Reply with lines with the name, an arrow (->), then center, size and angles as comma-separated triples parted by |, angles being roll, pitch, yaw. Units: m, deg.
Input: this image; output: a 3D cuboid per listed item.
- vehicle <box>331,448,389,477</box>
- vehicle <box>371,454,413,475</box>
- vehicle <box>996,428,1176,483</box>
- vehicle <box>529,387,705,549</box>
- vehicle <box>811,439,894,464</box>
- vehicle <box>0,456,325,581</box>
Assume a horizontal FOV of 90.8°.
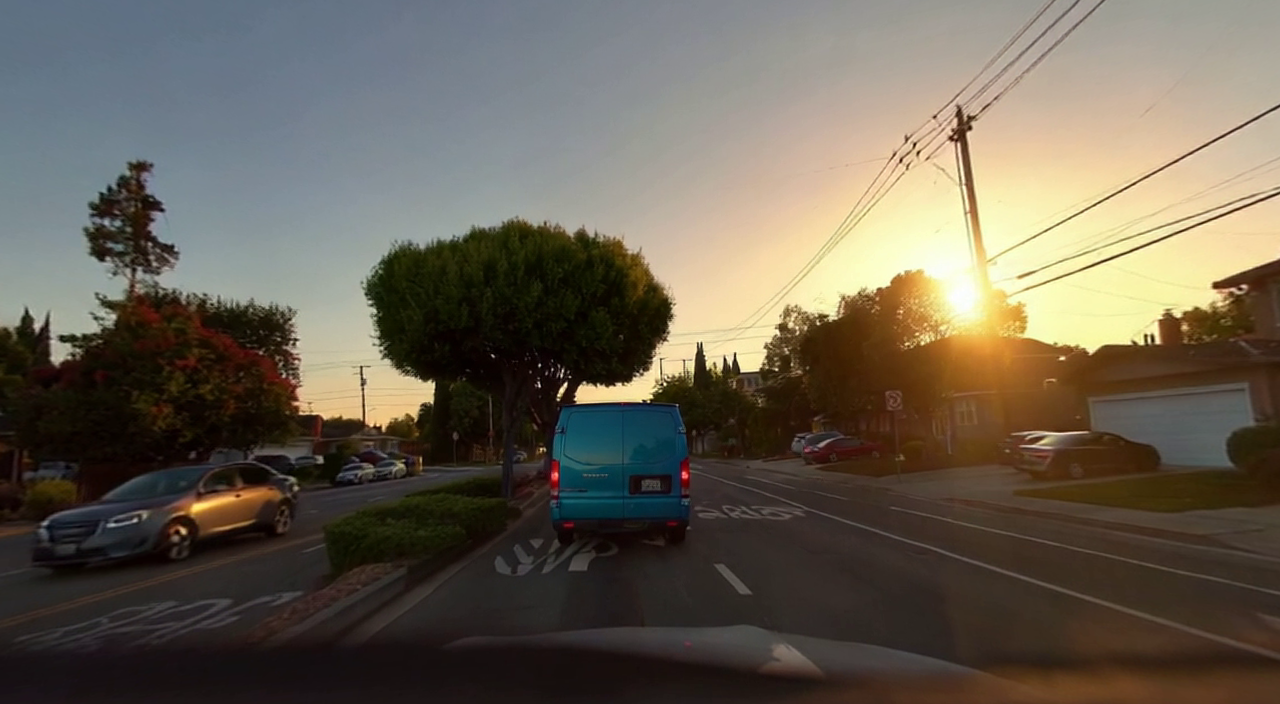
vehicle -> -18.055, 7.100, 40.950 | 1.841, 1.769, 4.105 | 0, -9, -1
vehicle -> -18.140, 8.251, 46.364 | 1.633, 1.398, 3.729 | 0, -9, -1
vehicle -> 13.143, 3.063, 18.814 | 3.916, 1.517, 1.887 | 0, -9, -2
vehicle -> -0.329, 1.913, 10.923 | 2.342, 2.142, 4.809 | 0, -9, -1
vehicle -> 13.091, 6.166, 39.088 | 4.483, 1.463, 1.805 | 0, -9, -1
vehicle -> -7.222, 2.484, 10.284 | 1.962, 1.481, 4.434 | 0, -9, -1
